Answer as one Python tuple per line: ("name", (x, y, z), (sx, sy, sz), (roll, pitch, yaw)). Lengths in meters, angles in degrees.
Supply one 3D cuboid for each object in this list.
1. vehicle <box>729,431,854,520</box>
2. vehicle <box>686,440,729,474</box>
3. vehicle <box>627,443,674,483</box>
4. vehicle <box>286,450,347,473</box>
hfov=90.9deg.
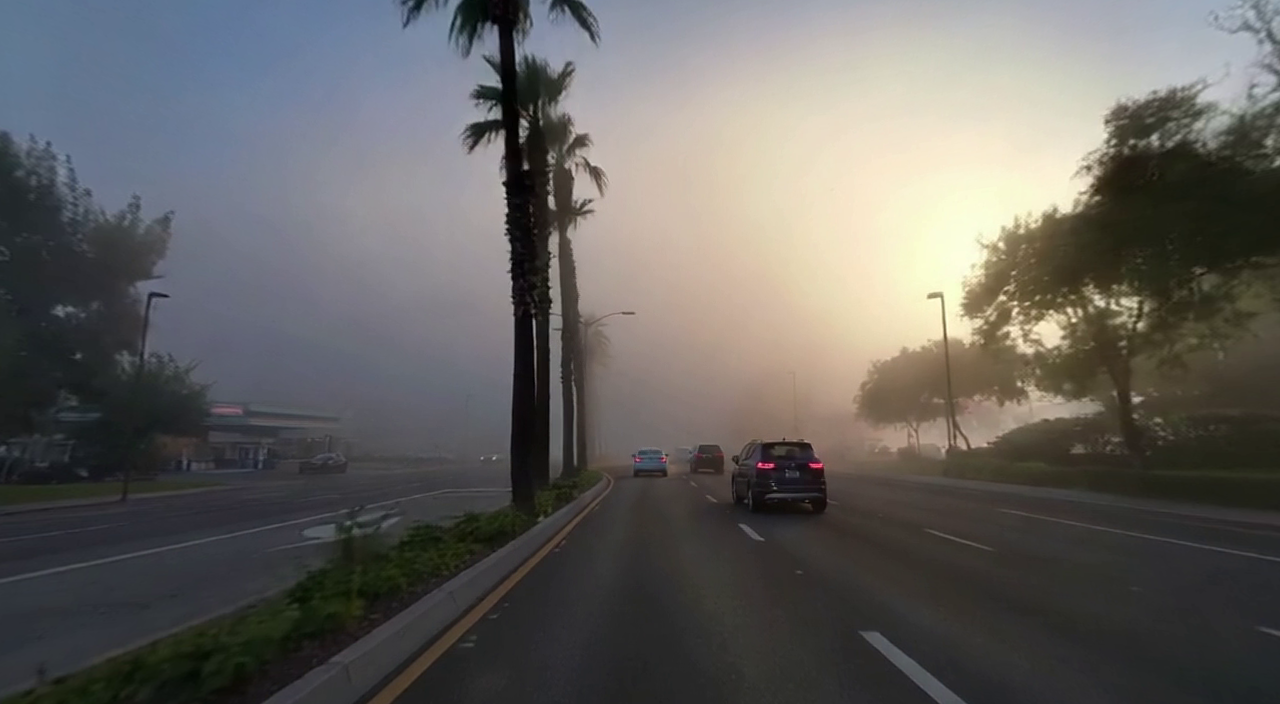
("vehicle", (3.293, 2.747, 14.538), (1.872, 1.752, 3.896), (0, -8, 0))
("vehicle", (4.193, 6.580, 39.858), (2.154, 1.975, 4.634), (0, -8, 0))
("vehicle", (0.449, 4.984, 28.569), (1.991, 1.664, 3.814), (0, -8, 0))
("vehicle", (-24.995, 8.435, 48.741), (3.782, 1.699, 1.867), (7, -11, -43))
